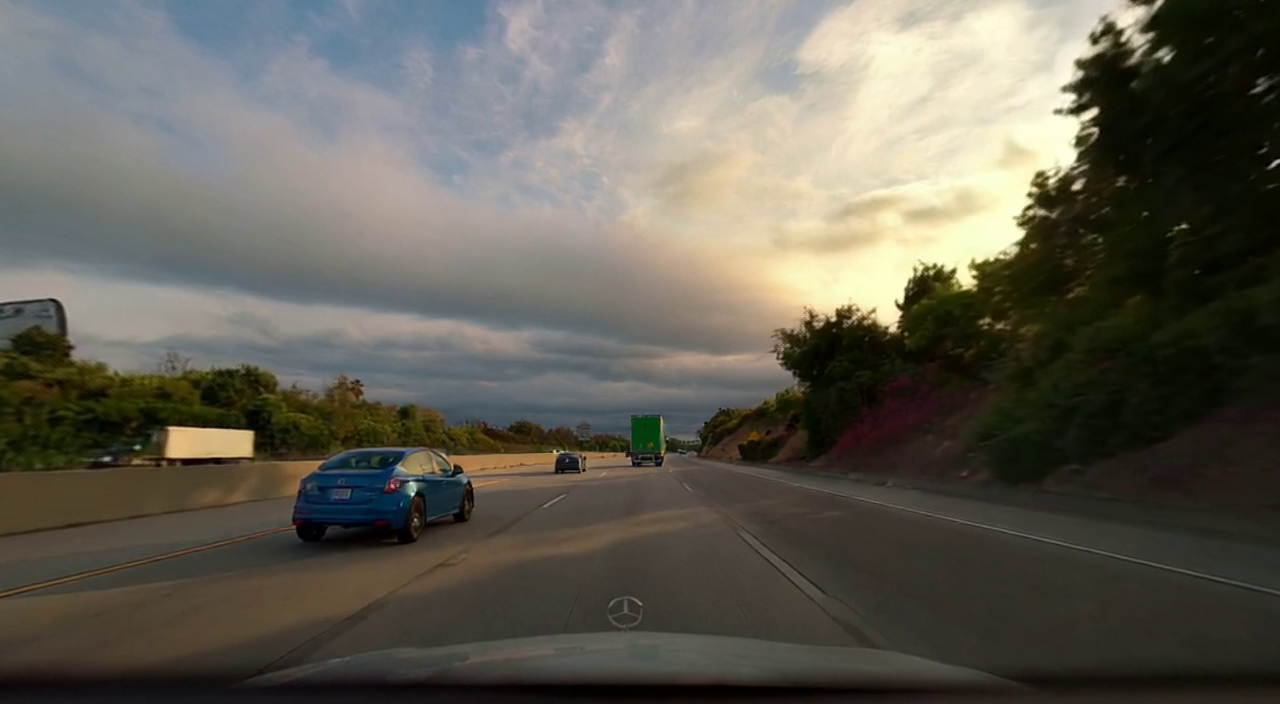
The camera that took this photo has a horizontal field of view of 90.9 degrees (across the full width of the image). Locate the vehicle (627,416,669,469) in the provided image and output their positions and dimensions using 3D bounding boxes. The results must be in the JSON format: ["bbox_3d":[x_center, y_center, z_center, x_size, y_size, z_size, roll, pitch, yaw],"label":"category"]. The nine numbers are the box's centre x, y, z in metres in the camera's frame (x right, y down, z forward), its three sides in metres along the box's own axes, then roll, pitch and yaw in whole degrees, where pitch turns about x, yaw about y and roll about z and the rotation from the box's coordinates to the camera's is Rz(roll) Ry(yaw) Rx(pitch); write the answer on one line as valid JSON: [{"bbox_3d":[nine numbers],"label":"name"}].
[{"bbox_3d":[0.547,6.921,47.881,2.893,3.628,9.081,0,-9,0],"label":"vehicle"}]

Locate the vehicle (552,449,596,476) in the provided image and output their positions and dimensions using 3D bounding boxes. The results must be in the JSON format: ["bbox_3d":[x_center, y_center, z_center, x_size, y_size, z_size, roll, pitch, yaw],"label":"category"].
[{"bbox_3d":[-3.745,6.314,36.329,1.981,1.435,4.199,0,-9,1],"label":"vehicle"}]

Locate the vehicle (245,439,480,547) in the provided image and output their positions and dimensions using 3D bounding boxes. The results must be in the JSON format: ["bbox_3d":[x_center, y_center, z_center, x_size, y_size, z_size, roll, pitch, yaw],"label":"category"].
[{"bbox_3d":[-4.387,2.288,10.917,2.010,1.461,4.391,0,-9,1],"label":"vehicle"}]
